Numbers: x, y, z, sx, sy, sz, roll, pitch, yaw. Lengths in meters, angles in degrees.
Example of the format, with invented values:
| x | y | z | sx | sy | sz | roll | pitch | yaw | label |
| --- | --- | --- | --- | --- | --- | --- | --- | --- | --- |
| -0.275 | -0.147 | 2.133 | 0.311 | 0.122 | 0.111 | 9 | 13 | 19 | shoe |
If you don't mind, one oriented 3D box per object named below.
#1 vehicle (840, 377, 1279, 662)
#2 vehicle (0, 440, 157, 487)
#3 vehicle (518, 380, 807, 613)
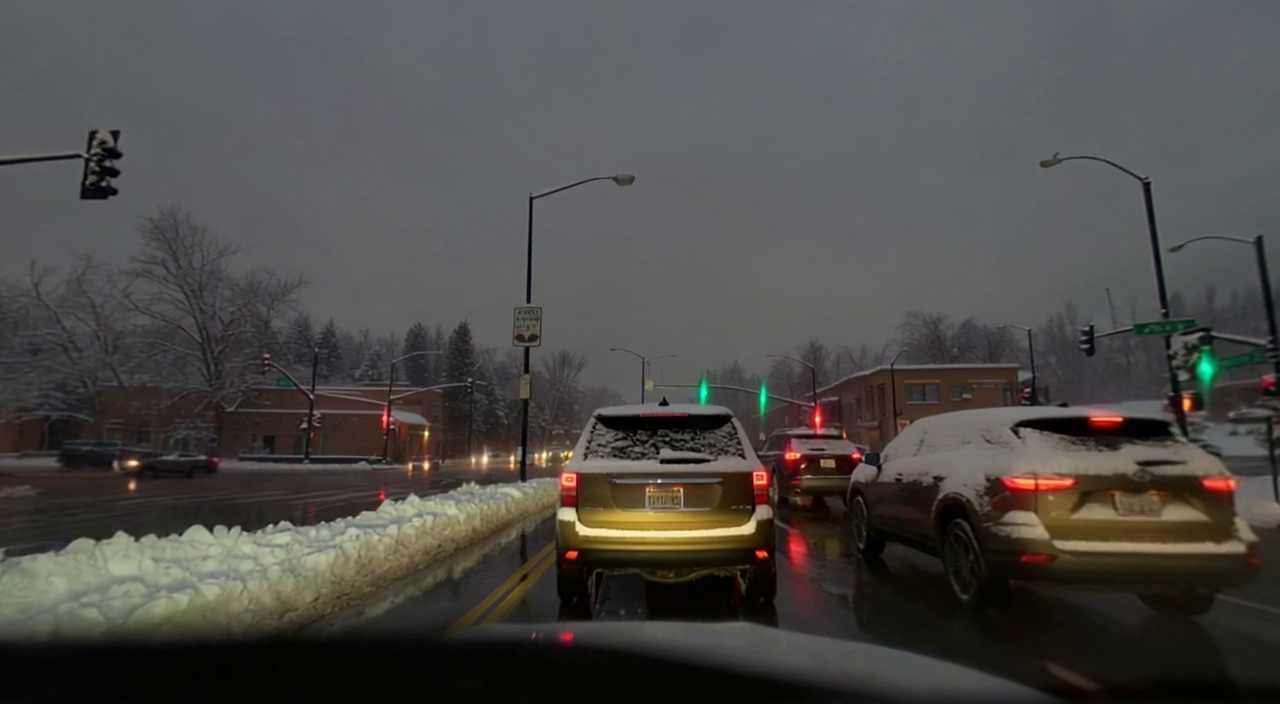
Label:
| x | y | z | sx | sy | sz | roll | pitch | yaw | label |
| --- | --- | --- | --- | --- | --- | --- | --- | --- | --- |
| 3.559 | 1.325 | 6.010 | 2.018 | 1.701 | 4.288 | 0 | -9 | 2 | vehicle |
| -24.555 | 4.838 | 27.549 | 5.062 | 1.946 | 2.243 | 0 | -9 | -1 | vehicle |
| 0.219 | 1.476 | 7.308 | 2.292 | 1.840 | 4.394 | 0 | -9 | 1 | vehicle |
